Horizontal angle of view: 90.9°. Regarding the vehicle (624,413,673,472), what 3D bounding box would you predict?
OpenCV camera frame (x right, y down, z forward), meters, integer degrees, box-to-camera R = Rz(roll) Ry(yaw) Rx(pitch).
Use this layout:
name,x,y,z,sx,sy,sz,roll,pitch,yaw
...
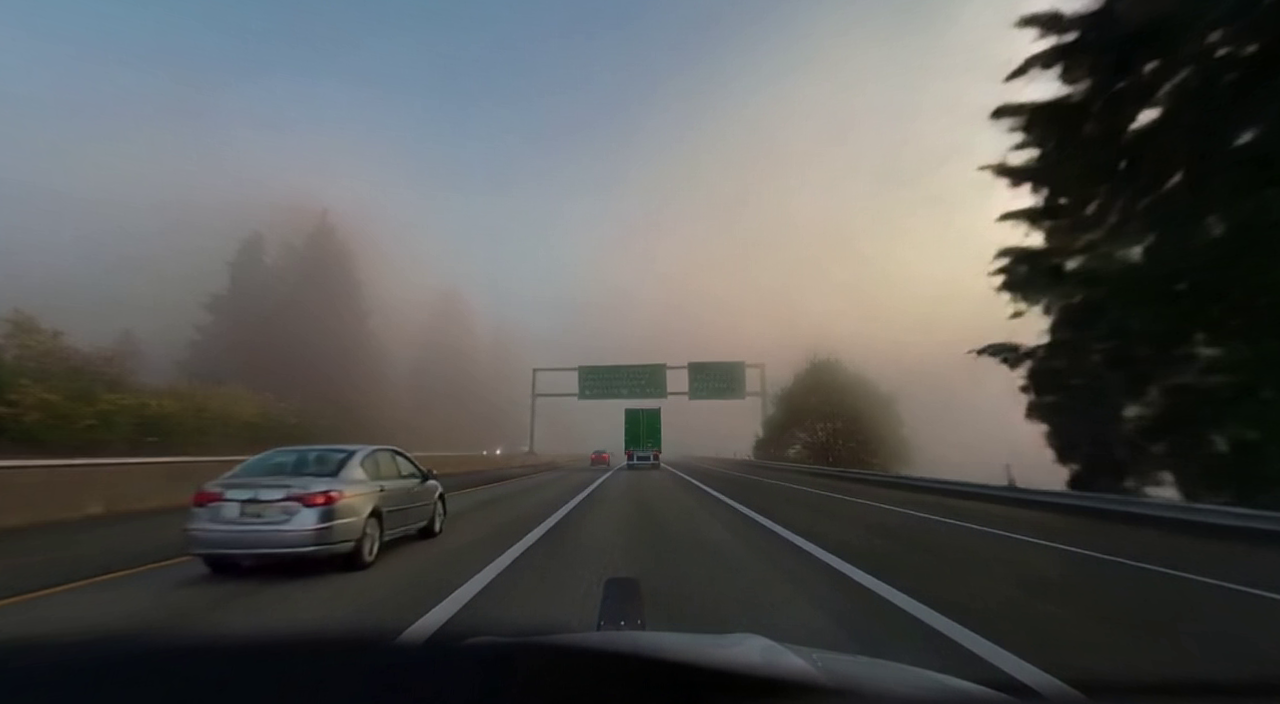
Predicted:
name,x,y,z,sx,sy,sz,roll,pitch,yaw
vehicle,0.417,6.273,43.386,2.893,3.628,9.081,0,-9,-2

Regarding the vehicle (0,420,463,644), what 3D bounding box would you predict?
name,x,y,z,sx,sy,sz,roll,pitch,yaw
vehicle,-3.779,1.640,6.965,2.114,1.523,5.110,0,-9,1
